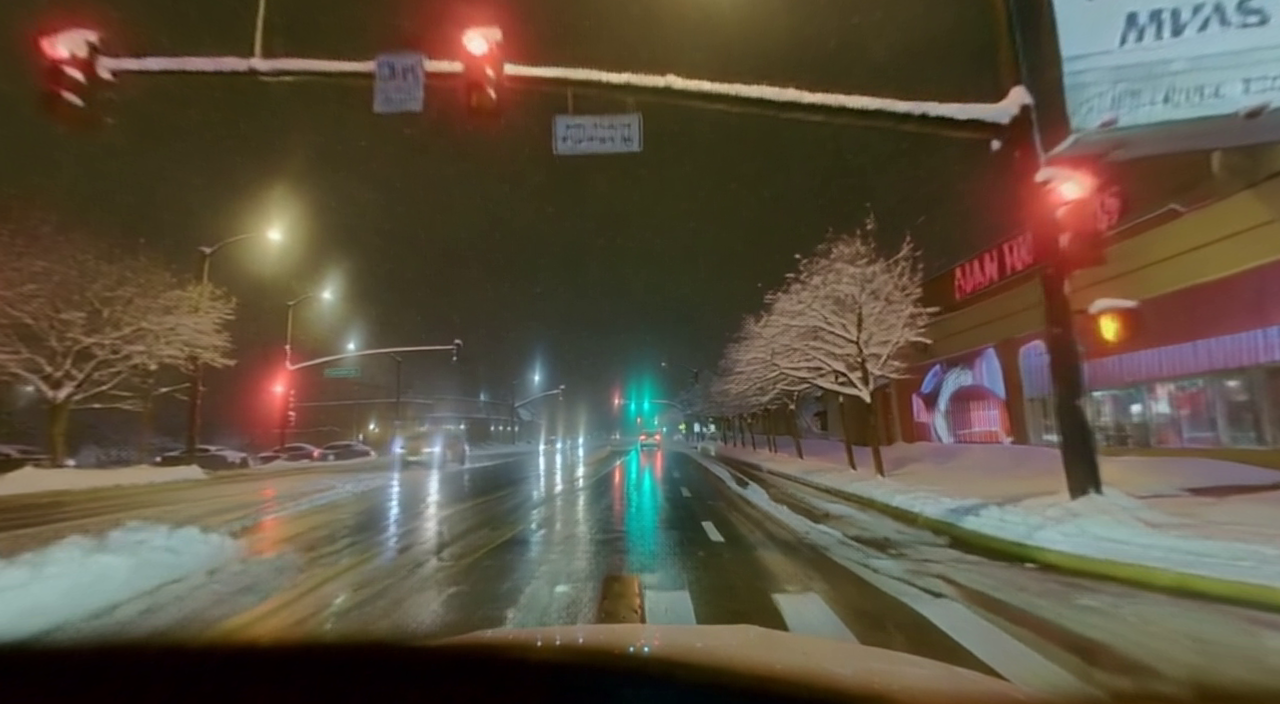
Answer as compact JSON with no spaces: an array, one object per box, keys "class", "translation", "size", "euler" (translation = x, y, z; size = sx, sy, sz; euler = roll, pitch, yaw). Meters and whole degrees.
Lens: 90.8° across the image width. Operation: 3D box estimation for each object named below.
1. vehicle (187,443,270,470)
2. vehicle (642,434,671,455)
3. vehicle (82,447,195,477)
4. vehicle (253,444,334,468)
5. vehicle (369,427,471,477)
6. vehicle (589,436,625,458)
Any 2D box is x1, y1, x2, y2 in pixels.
[{"class":"vehicle","translation":[-27.606,6.971,42.503],"size":[1.969,1.636,4.136],"euler":[-5,-9,29]},{"class":"vehicle","translation":[1.318,7.233,49.590],"size":[2.168,1.545,4.047],"euler":[-1,-8,2]},{"class":"vehicle","translation":[-27.858,6.084,35.251],"size":[1.755,1.445,4.485],"euler":[-5,-9,29]},{"class":"vehicle","translation":[-23.614,7.074,43.211],"size":[1.985,1.469,4.428],"euler":[-5,-9,29]},{"class":"vehicle","translation":[-8.772,4.028,25.733],"size":[2.281,1.834,4.736],"euler":[-1,-8,3]},{"class":"vehicle","translation":[-2.269,6.590,44.123],"size":[1.962,1.420,4.021],"euler":[-1,-8,4]}]
